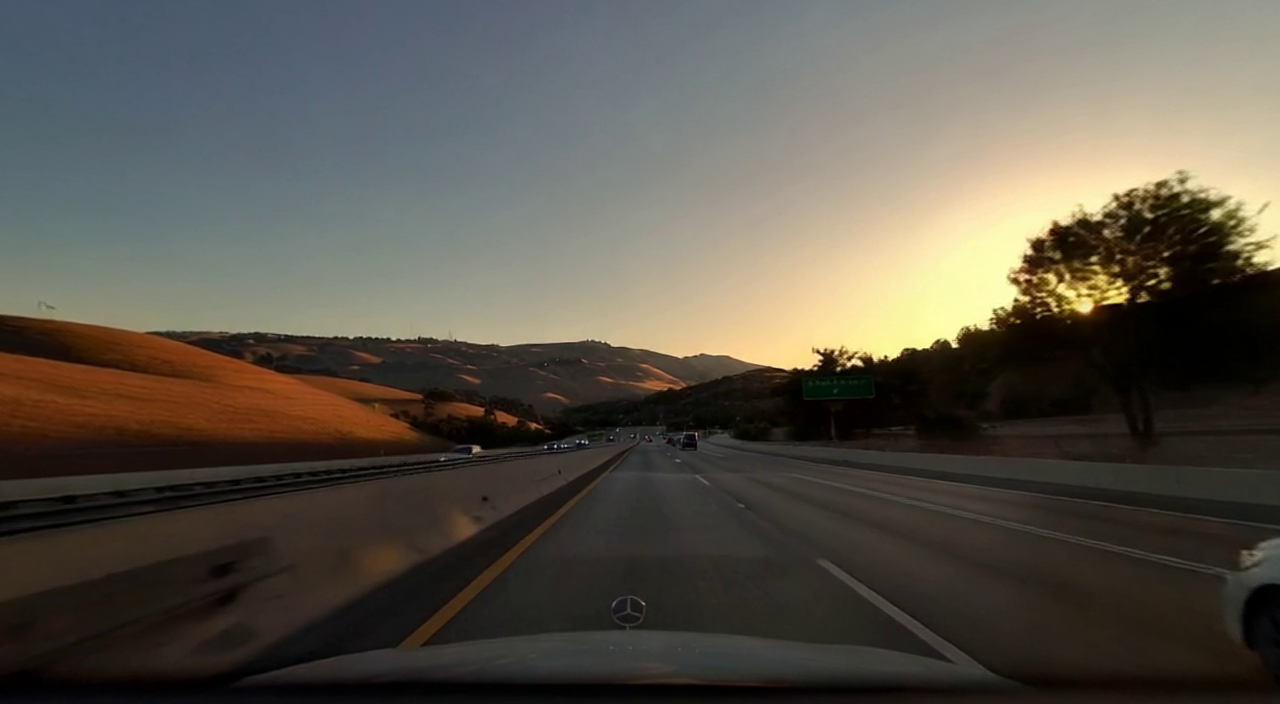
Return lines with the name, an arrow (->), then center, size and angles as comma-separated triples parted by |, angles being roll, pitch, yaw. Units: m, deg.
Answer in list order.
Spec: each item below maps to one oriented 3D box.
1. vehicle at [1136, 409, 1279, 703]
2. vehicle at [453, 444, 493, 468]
vehicle -> 3.513, 0.766, 1.389 | 1.683, 1.400, 3.868 | 0, -8, 1
vehicle -> -12.700, 7.883, 48.044 | 1.793, 1.686, 4.412 | 0, -8, 1
